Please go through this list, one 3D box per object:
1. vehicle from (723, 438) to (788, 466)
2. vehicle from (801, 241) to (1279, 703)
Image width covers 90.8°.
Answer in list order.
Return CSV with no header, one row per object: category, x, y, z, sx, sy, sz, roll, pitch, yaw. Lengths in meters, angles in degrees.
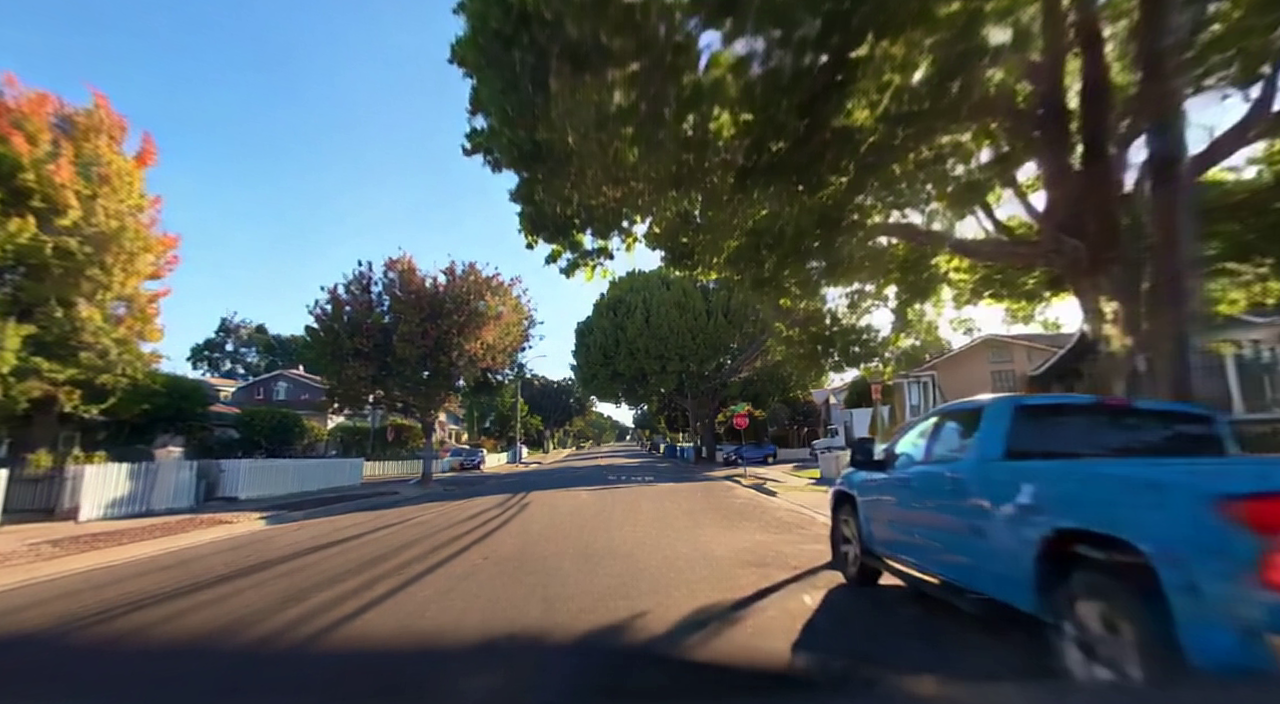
vehicle,7.573,6.583,41.650,3.867,1.710,2.107,0,-8,0
vehicle,2.707,0.945,3.888,2.126,1.795,4.751,0,-8,-1
